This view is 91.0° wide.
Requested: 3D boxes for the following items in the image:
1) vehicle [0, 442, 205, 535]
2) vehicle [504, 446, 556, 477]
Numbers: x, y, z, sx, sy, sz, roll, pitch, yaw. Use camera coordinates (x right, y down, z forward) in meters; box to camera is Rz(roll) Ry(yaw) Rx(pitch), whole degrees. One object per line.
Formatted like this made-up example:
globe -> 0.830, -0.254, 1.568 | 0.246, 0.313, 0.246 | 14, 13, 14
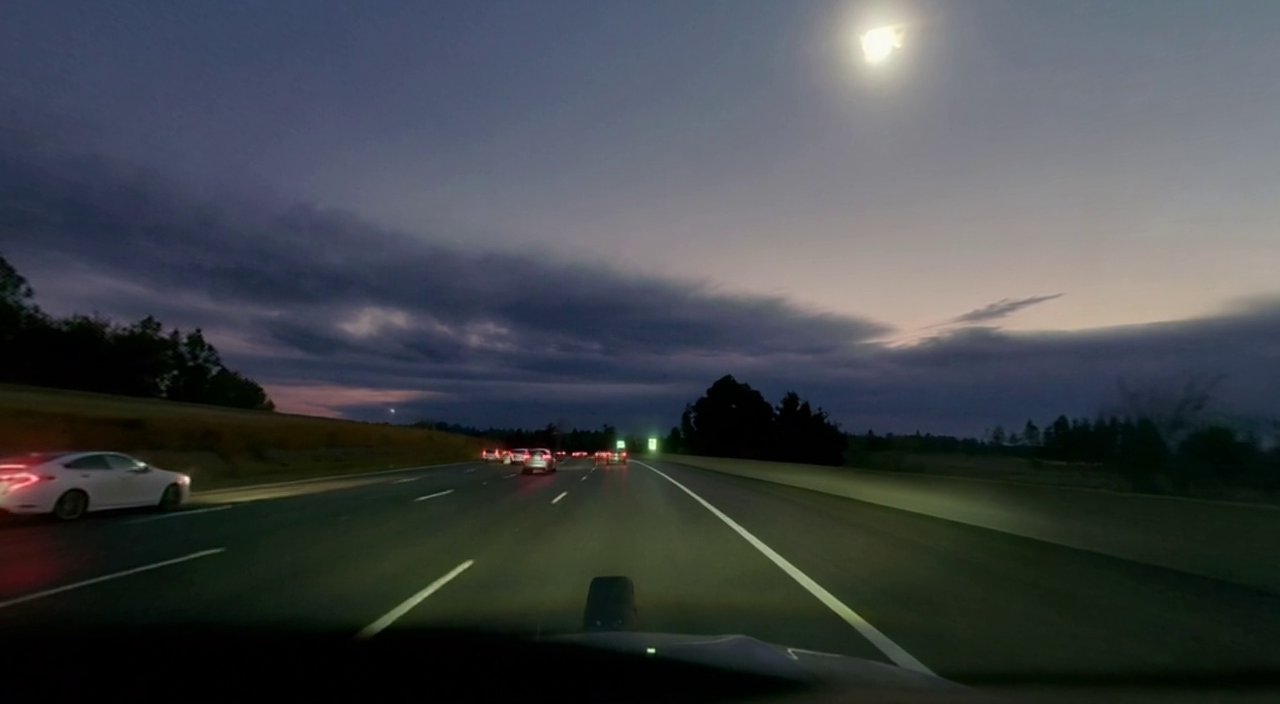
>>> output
vehicle -> -11.327, 2.587, 12.601 | 1.960, 1.487, 4.593 | 0, -9, 0
vehicle -> -5.622, 5.642, 32.675 | 2.120, 1.458, 4.031 | 0, -9, -2
